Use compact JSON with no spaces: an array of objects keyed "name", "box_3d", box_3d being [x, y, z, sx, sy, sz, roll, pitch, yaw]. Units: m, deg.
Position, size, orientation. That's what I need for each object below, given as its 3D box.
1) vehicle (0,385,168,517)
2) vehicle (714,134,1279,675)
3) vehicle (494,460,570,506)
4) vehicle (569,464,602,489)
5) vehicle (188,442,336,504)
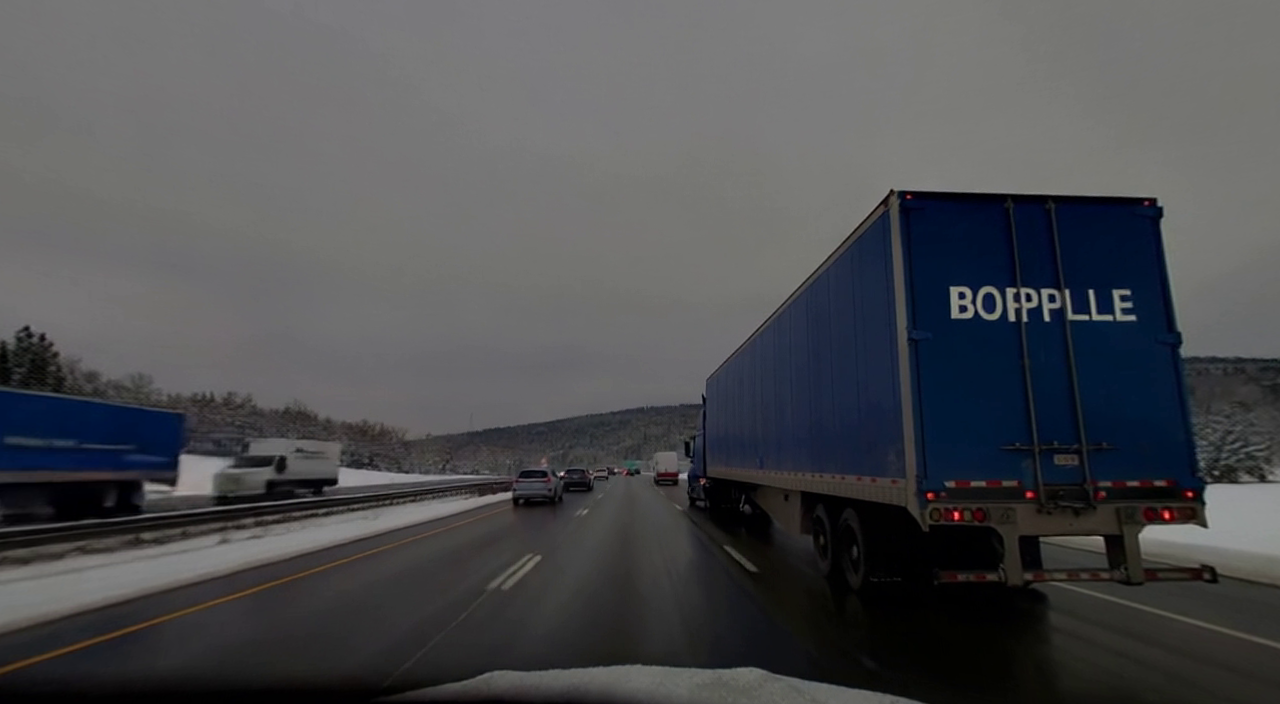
[{"name":"vehicle","box_3d":[-19.704,2.681,17.274,2.843,3.696,13.964,1,-11,-1]},{"name":"vehicle","box_3d":[3.744,1.543,11.667,2.839,4.062,14.051,1,-11,-1]},{"name":"vehicle","box_3d":[-4.085,5.116,24.774,2.088,1.566,4.853,1,-11,0]},{"name":"vehicle","box_3d":[-4.047,9.320,47.239,2.063,1.671,4.197,1,-11,0]},{"name":"vehicle","box_3d":[-15.763,5.146,26.925,2.306,2.274,6.398,1,-11,0]}]
